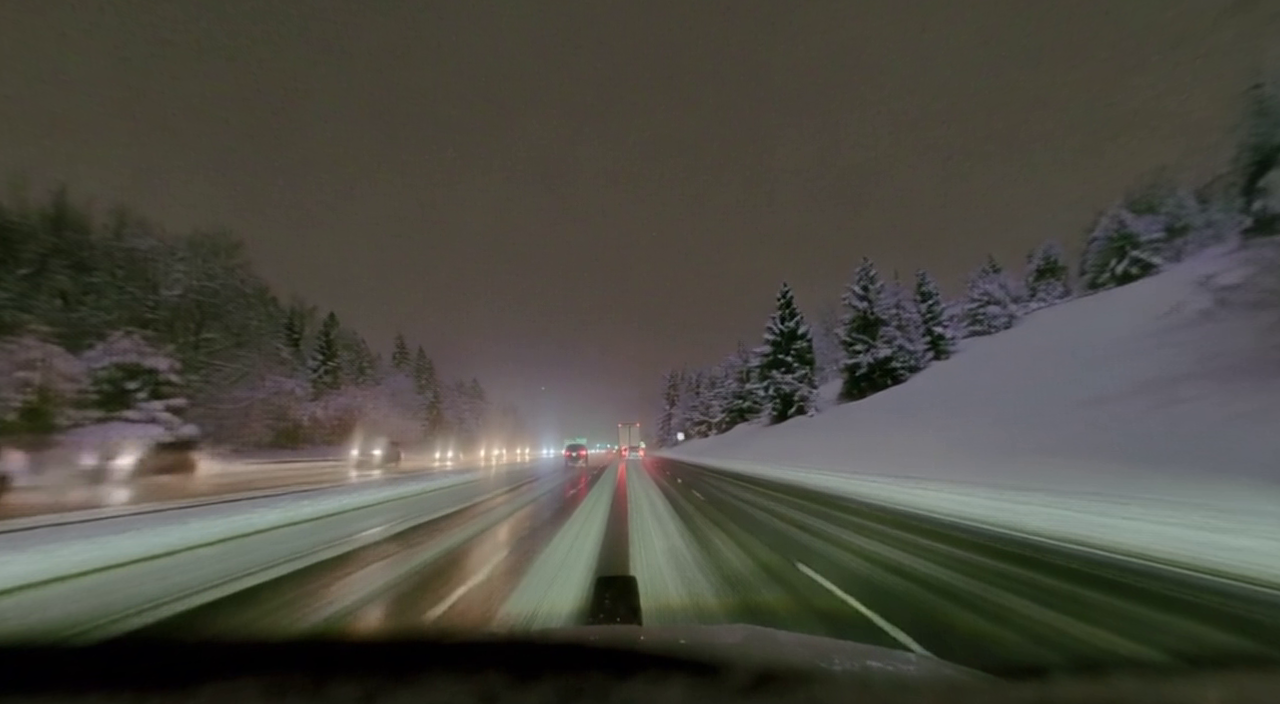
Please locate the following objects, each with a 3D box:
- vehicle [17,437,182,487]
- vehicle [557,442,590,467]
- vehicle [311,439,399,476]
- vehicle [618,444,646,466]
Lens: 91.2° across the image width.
[{"bbox_3d":[-18.013,3.685,21.206,1.857,1.496,4.189,0,-9,-1],"label":"vehicle"},{"bbox_3d":[-4.777,7.413,45.503,2.098,1.692,4.038,0,-9,-2],"label":"vehicle"},{"bbox_3d":[-13.019,4.857,28.982,1.935,1.542,4.672,0,-9,-1],"label":"vehicle"},{"bbox_3d":[-0.645,7.900,48.278,2.084,1.582,3.882,0,-9,-2],"label":"vehicle"}]
